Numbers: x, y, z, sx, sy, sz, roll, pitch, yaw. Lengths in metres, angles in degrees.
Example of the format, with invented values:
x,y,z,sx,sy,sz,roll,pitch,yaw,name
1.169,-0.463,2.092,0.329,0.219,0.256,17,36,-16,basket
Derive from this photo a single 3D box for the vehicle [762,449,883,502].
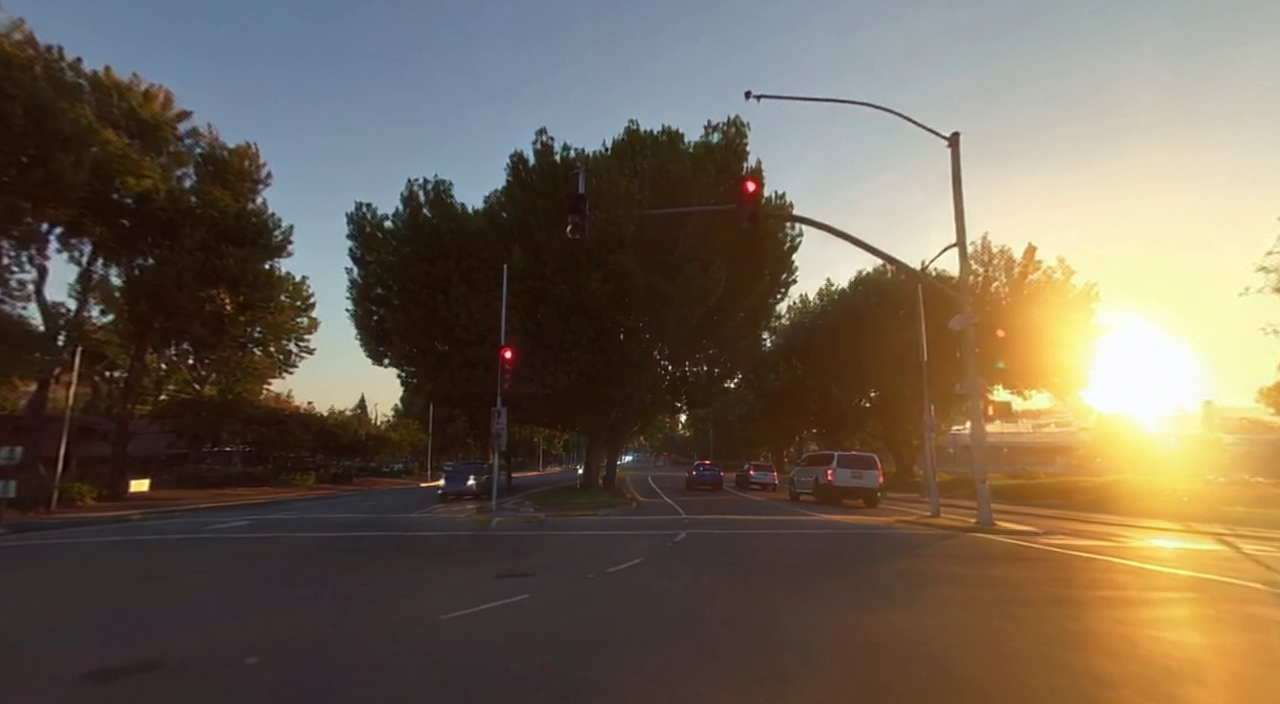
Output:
x,y,z,sx,sy,sz,roll,pitch,yaw,name
8.683,5.920,31.156,2.771,2.214,7.159,1,-9,-10,vehicle

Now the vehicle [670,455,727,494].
x,y,z,sx,sy,sz,roll,pitch,yaw,name
2.712,5.806,30.383,2.140,1.655,4.786,0,-8,-2,vehicle

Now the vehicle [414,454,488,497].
x,y,z,sx,sy,sz,roll,pitch,yaw,name
-8.770,5.753,29.767,2.049,1.786,4.557,0,-8,0,vehicle
